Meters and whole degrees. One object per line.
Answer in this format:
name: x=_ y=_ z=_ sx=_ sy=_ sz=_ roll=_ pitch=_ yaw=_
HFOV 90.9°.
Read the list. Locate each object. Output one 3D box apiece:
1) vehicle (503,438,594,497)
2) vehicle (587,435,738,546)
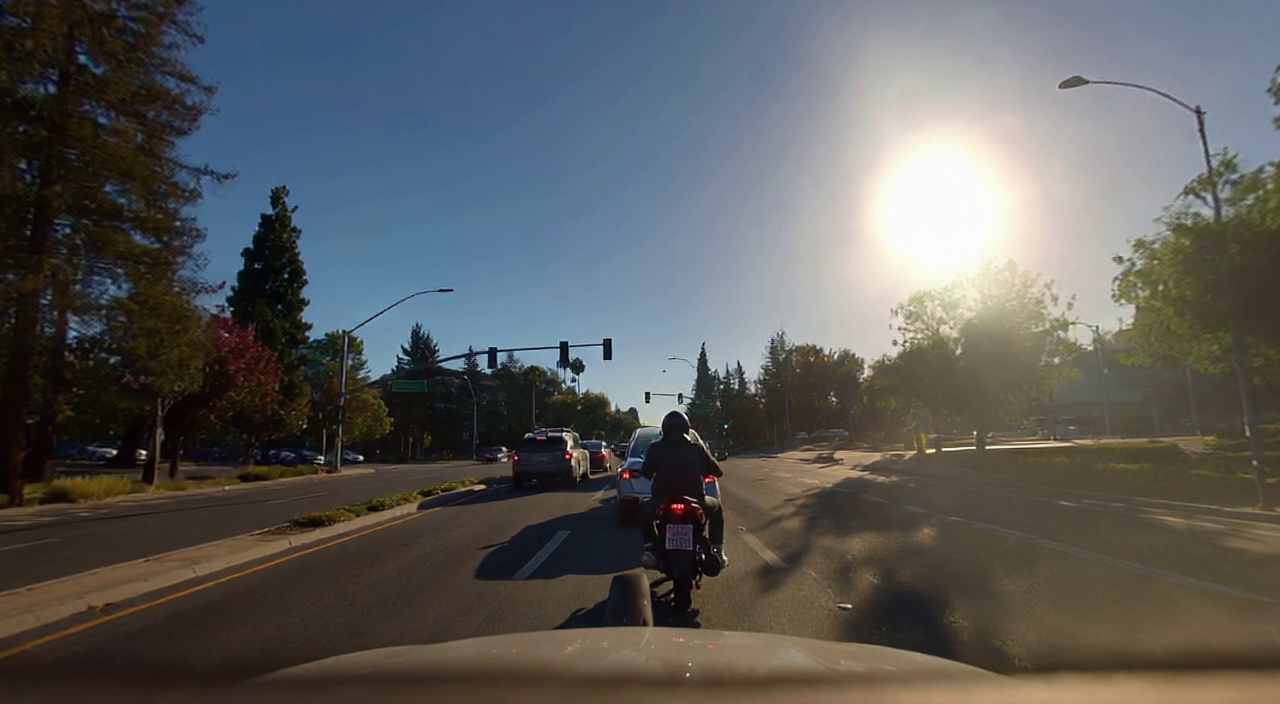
vehicle: x=-2.544 y=3.297 z=18.444 sx=1.979 sy=1.499 sz=3.840 roll=-1 pitch=-8 yaw=2
vehicle: x=0.330 y=2.184 z=10.754 sx=2.009 sy=1.450 sz=4.608 roll=-1 pitch=-8 yaw=1
